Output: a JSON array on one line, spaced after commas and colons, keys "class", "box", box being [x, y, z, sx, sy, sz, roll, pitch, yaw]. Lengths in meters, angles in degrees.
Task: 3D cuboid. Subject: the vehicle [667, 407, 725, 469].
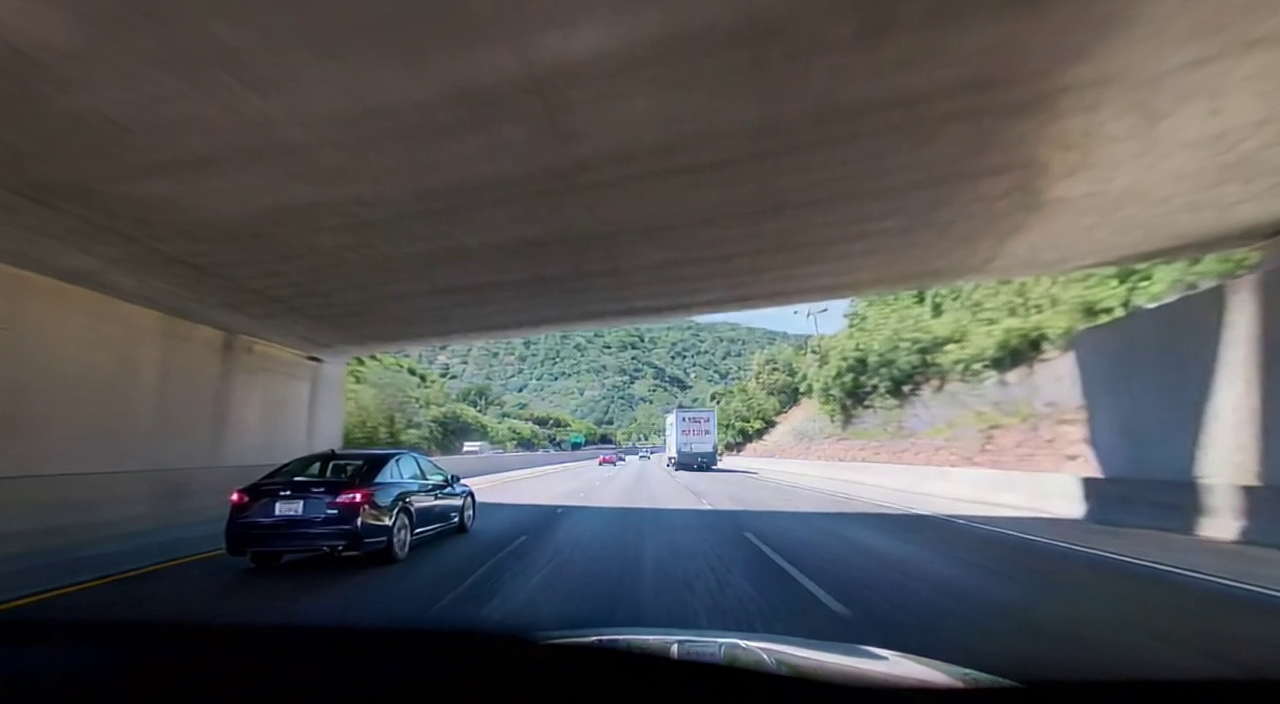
[{"class": "vehicle", "box": [3.913, 6.573, 47.458, 2.906, 4.011, 13.159, 0, -9, -1]}]
